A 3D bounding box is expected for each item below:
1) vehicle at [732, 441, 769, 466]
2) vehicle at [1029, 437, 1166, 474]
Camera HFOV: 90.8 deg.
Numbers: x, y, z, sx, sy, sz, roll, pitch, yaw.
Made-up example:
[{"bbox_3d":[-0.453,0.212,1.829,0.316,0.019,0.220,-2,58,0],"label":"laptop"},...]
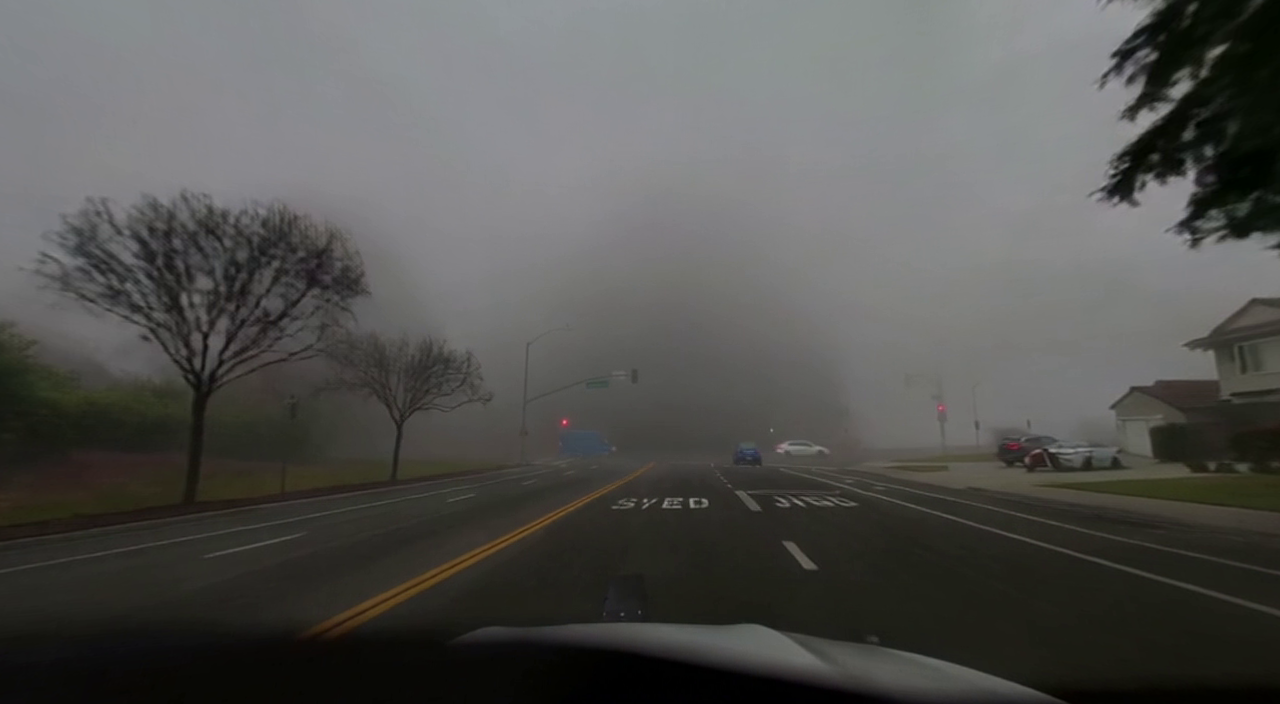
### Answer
[{"bbox_3d":[7.112,6.592,41.146,1.947,1.485,4.336,-1,-9,5],"label":"vehicle"},{"bbox_3d":[18.814,4.262,26.168,4.104,1.449,1.896,-1,-9,5],"label":"vehicle"}]
